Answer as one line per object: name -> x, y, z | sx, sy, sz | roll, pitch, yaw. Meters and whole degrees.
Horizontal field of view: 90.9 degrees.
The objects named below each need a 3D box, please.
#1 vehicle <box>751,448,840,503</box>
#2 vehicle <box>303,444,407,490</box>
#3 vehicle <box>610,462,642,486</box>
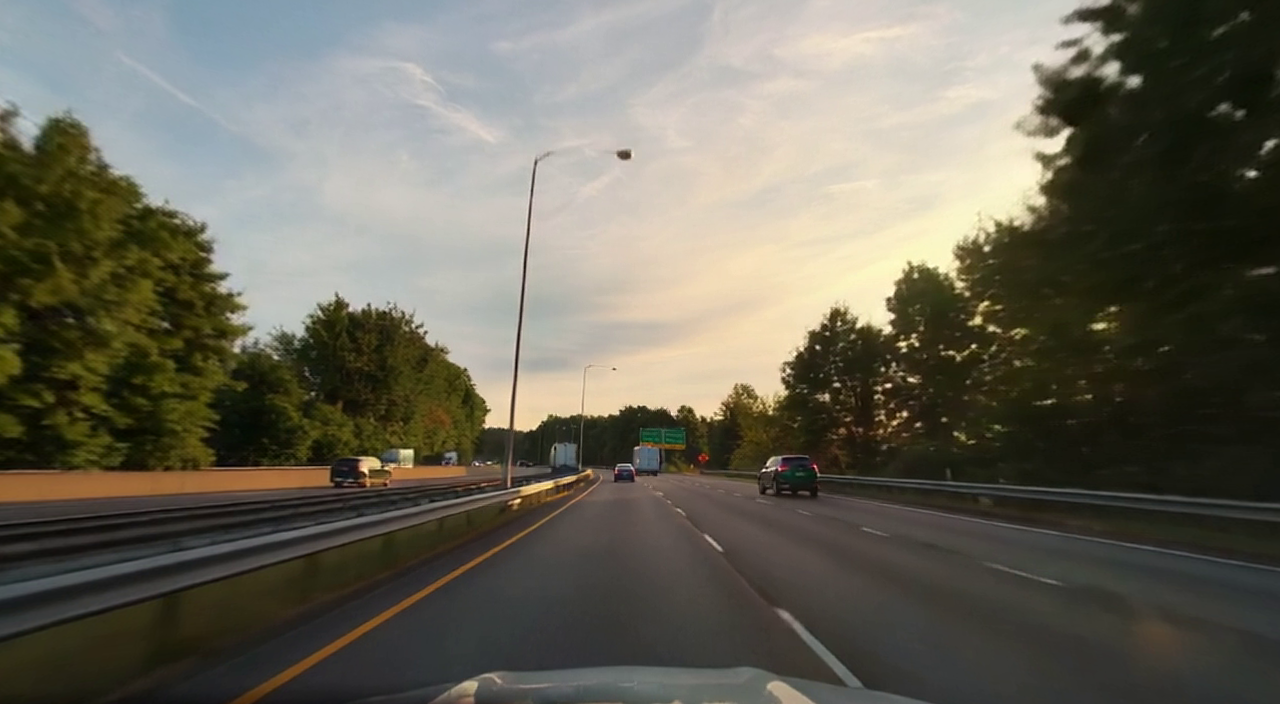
vehicle -> 5.544, 4.512, 23.133 | 1.998, 1.776, 4.663 | 1, -11, -1
vehicle -> -11.467, 4.710, 25.767 | 1.952, 1.618, 4.859 | 1, -11, 0
vehicle -> -0.947, 8.000, 41.423 | 1.987, 1.467, 3.903 | 1, -11, -2
